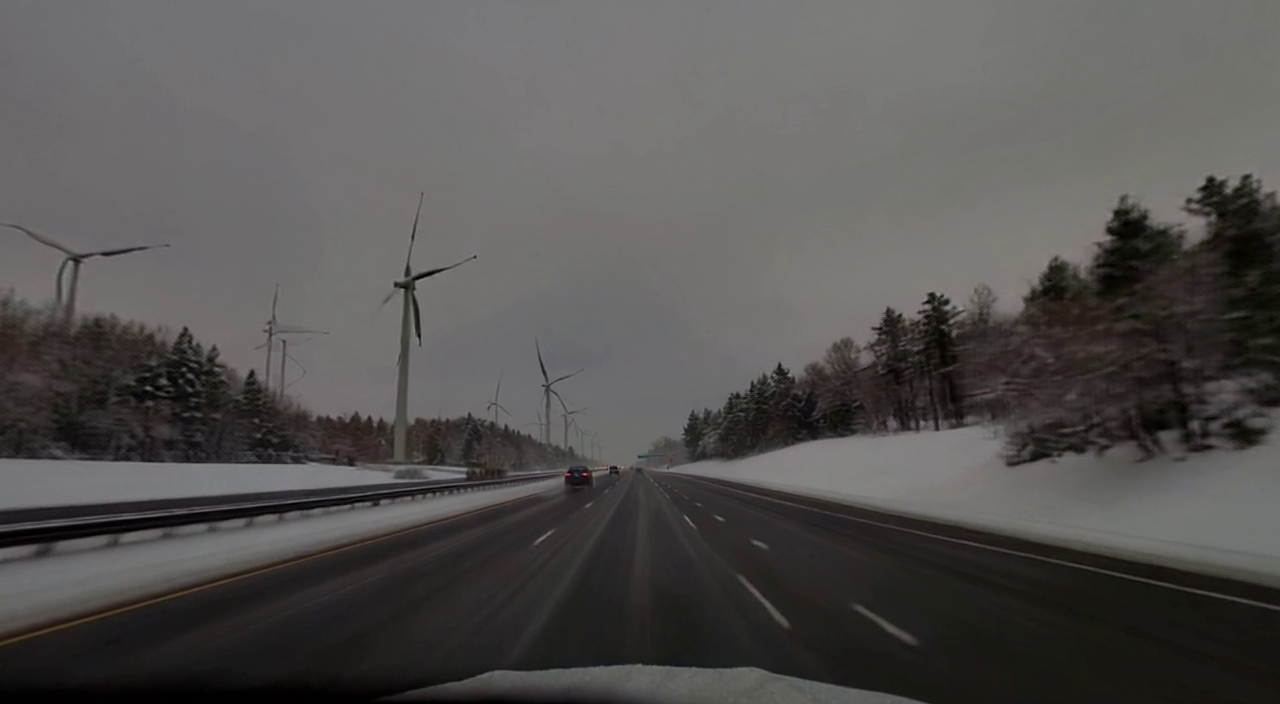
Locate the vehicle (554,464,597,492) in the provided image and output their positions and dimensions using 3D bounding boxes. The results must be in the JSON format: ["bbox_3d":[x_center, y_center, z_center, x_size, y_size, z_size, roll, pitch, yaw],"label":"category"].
[{"bbox_3d":[-3.616,7.137,35.734,2.001,1.486,4.104,1,-10,0],"label":"vehicle"}]
